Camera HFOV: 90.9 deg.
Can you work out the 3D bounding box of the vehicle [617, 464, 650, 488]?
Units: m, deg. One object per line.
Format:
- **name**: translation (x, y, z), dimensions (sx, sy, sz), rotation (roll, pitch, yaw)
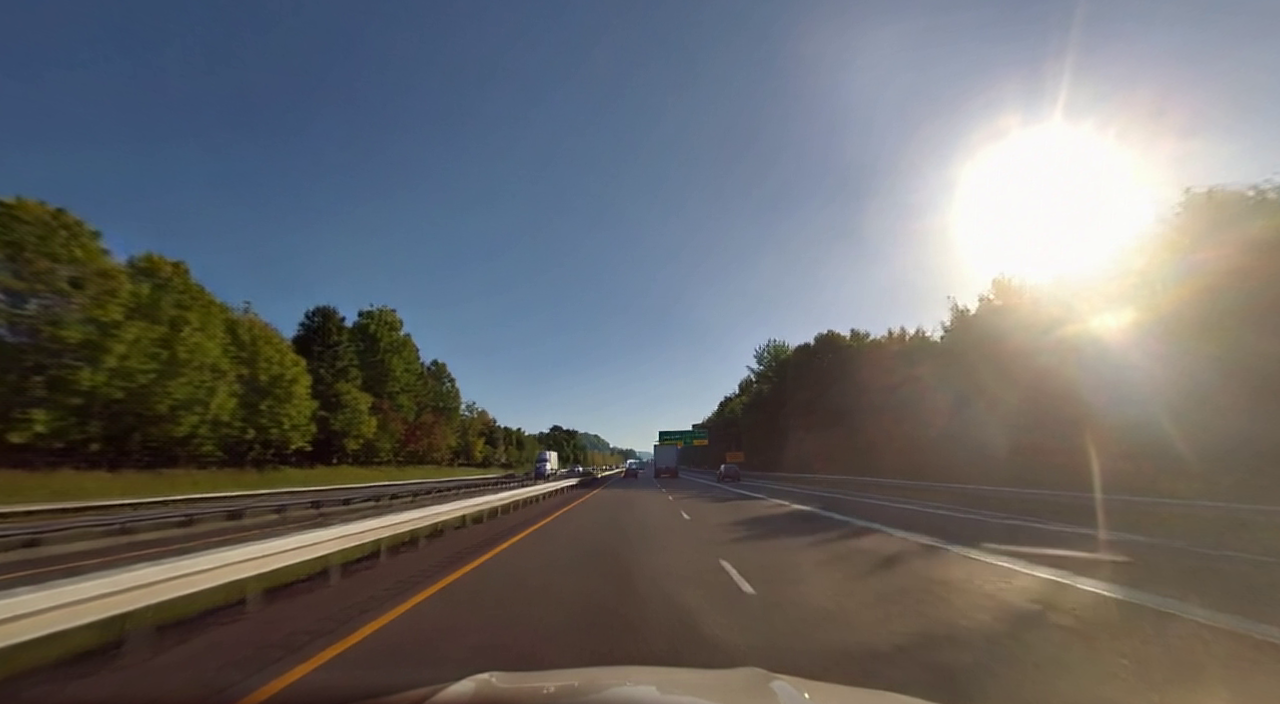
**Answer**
- **vehicle**: translation (-0.438, 8.004, 40.885), dimensions (2.025, 1.452, 3.927), rotation (1, -10, -1)
